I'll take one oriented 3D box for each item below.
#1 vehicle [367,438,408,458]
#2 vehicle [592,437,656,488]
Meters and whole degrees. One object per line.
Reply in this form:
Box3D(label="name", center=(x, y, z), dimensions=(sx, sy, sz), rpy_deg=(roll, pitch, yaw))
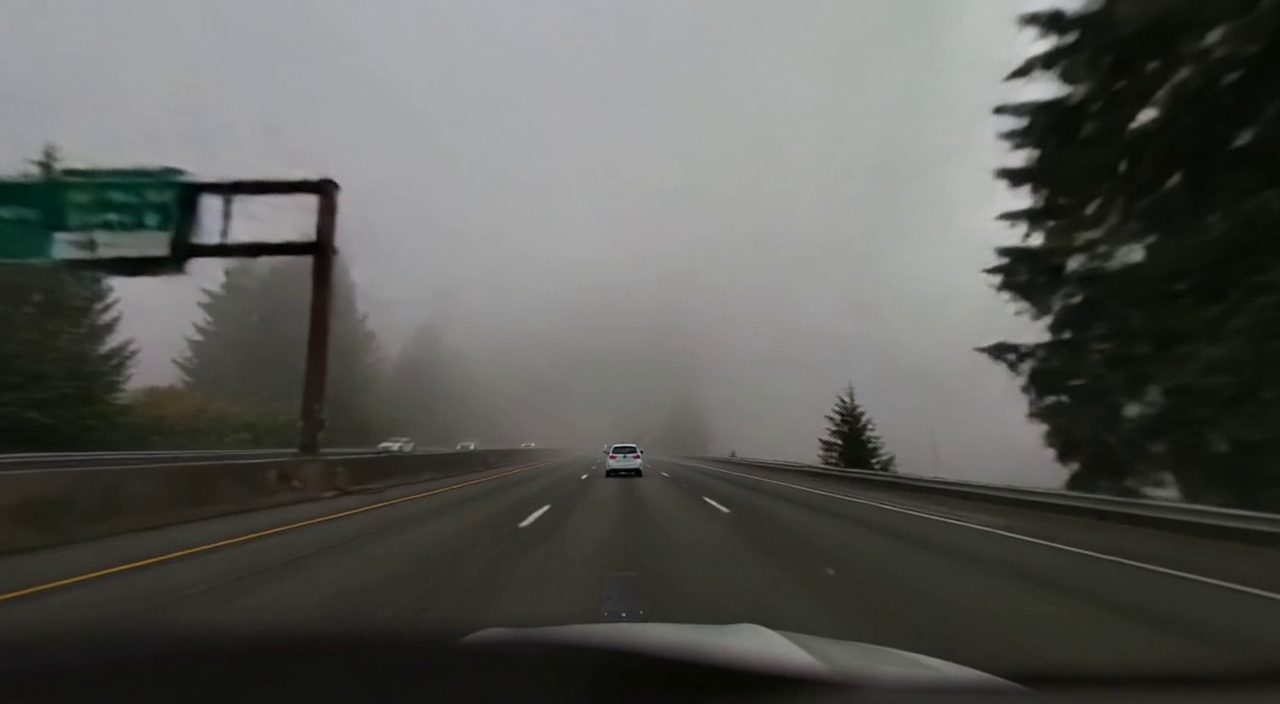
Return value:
Box3D(label="vehicle", center=(-18.890, 7.215, 47.348), dimensions=(1.714, 1.482, 3.643), rpy_deg=(0, -9, -3))
Box3D(label="vehicle", center=(-0.576, 3.786, 21.920), dimensions=(2.011, 1.590, 3.607), rpy_deg=(0, -9, -2))
